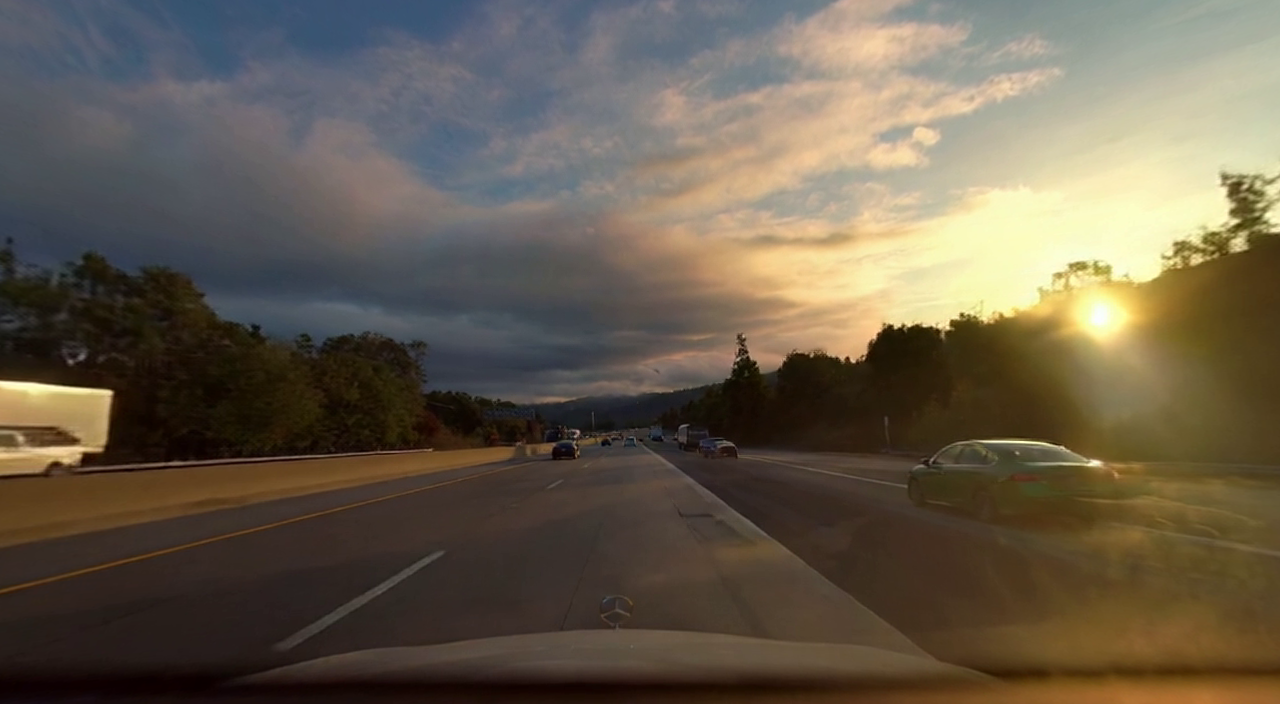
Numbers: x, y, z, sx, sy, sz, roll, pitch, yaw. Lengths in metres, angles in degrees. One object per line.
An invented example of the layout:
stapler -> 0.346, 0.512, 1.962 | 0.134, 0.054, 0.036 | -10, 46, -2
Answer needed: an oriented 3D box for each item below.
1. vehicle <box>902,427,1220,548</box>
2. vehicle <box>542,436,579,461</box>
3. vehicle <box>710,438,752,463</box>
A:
vehicle -> 6.143, 1.970, 9.998 | 2.028, 1.488, 4.236 | 0, -8, -2
vehicle -> -5.175, 6.276, 41.258 | 1.966, 1.570, 3.859 | 0, -8, -1
vehicle -> 5.526, 5.996, 38.751 | 1.920, 1.436, 3.890 | 0, -8, -2
